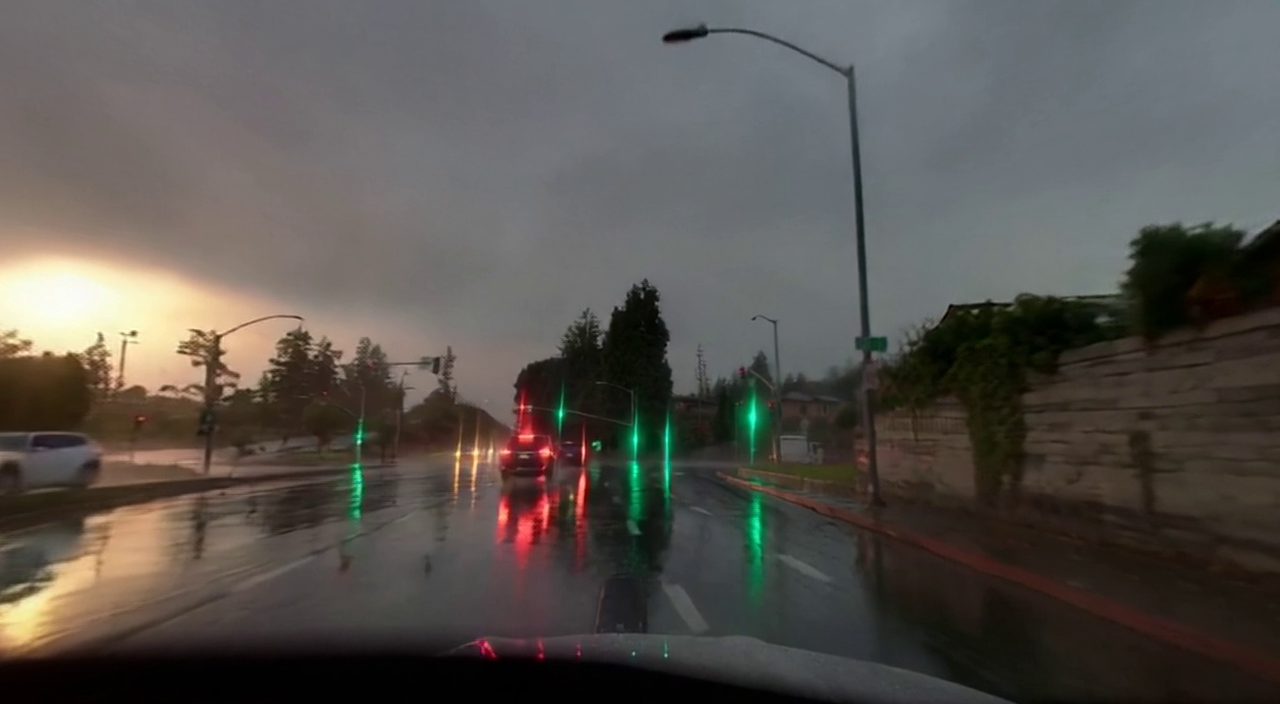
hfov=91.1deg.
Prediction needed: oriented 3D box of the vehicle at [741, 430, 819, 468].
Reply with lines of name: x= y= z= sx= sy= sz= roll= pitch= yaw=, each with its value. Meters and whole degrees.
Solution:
vehicle: x=11.168 y=7.677 z=49.847 sx=6.269 sy=2.785 sz=2.334 roll=6 pitch=-10 yaw=-34

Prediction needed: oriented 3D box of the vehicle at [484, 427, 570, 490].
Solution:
vehicle: x=-3.570 y=3.453 z=20.678 sx=2.152 sy=1.822 sz=4.391 roll=0 pitch=-9 yaw=-2

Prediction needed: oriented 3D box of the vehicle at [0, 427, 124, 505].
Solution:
vehicle: x=-16.192 y=2.886 z=16.114 sx=2.086 sy=1.797 sz=4.749 roll=1 pitch=-9 yaw=-5
